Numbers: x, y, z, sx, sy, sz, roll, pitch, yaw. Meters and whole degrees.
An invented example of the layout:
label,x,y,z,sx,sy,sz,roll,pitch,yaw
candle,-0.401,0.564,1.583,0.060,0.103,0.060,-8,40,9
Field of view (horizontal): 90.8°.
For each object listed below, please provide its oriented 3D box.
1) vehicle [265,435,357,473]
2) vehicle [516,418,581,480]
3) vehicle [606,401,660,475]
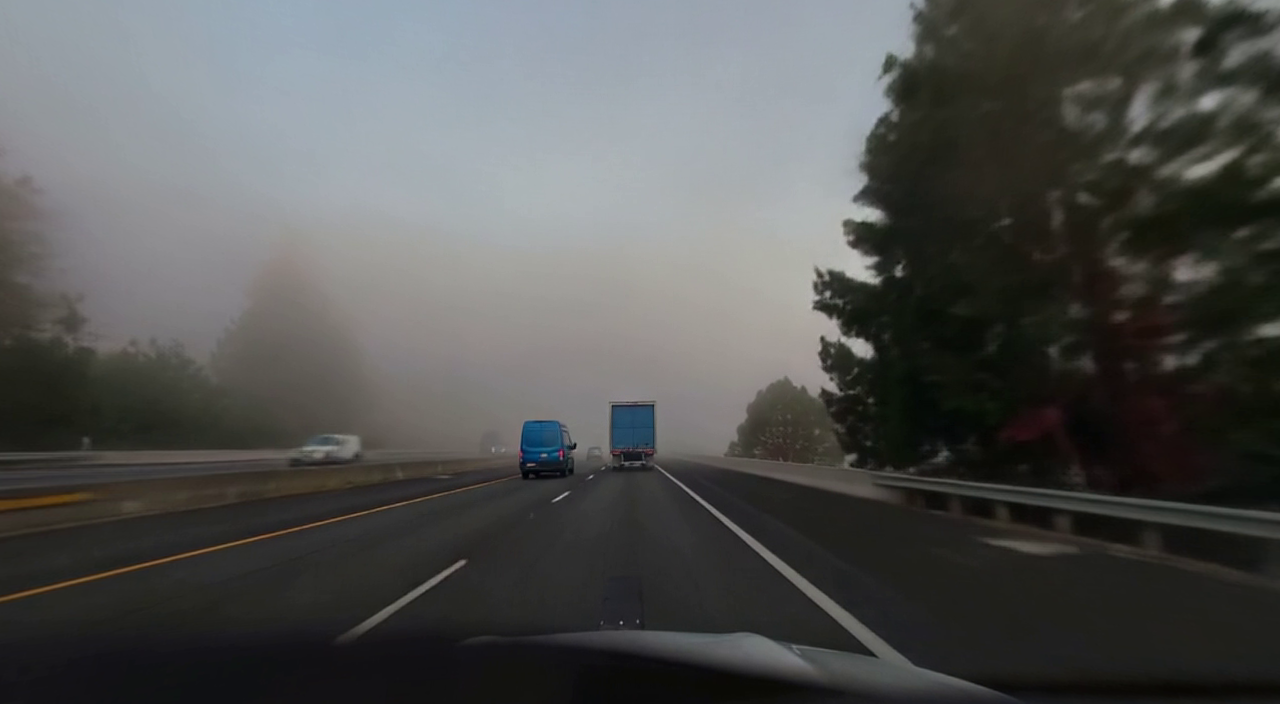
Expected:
label,x,y,z,sx,sy,sz,roll,pitch,yaw
vehicle,-13.679,4.266,26.500,1.766,1.459,3.806,0,-9,1
vehicle,-4.404,4.857,31.541,2.357,2.786,6.144,0,-9,-1
vehicle,-0.463,5.556,39.977,2.995,4.036,10.311,0,-9,-1
